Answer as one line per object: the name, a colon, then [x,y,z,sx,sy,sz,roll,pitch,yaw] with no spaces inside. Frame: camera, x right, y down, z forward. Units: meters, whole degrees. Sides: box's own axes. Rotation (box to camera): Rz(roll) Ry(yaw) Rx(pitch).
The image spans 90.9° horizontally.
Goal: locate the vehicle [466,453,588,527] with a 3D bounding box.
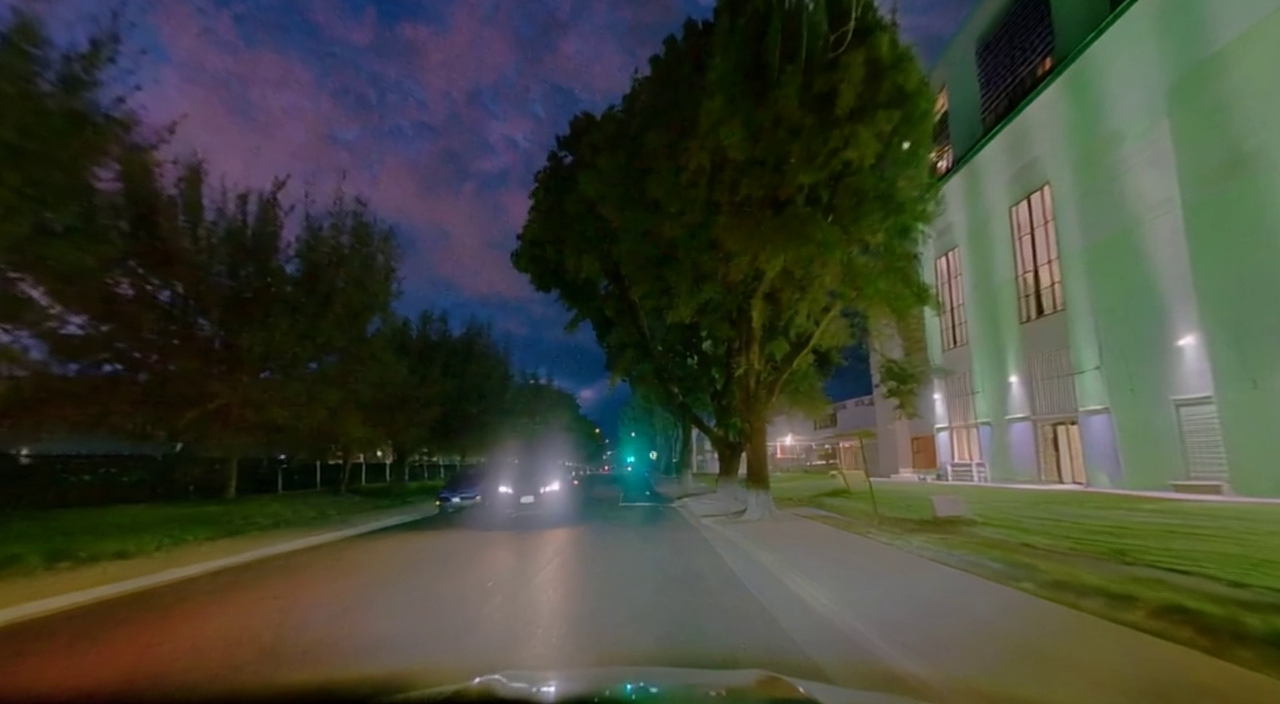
vehicle: [-2.485,3.223,15.079,1.978,1.453,4.314,1,-10,2]
